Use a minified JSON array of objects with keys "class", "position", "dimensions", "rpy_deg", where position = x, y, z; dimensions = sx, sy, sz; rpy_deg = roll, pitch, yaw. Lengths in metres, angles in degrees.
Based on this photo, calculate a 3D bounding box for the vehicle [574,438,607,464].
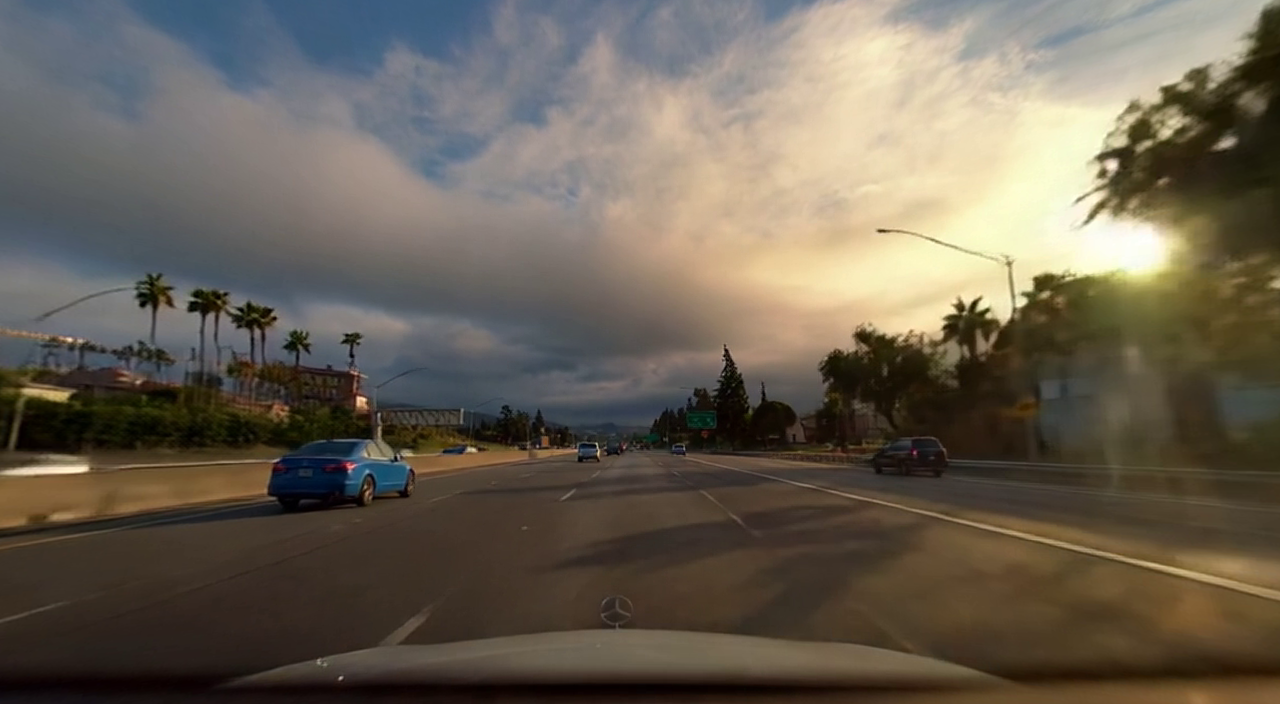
[{"class":"vehicle","position":[-3.797,7.752,49.465],"dimensions":[2.225,1.967,4.673],"rpy_deg":[0,-9,-1]}]

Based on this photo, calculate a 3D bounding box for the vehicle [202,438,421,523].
[{"class":"vehicle","position":[-6.650,2.651,13.647],"dimensions":[2.018,1.480,4.999],"rpy_deg":[0,-9,0]}]

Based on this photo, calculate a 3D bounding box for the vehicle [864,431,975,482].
[{"class":"vehicle","position":[10.783,4.093,24.845],"dimensions":[2.168,1.792,4.457],"rpy_deg":[0,-9,-2]}]
